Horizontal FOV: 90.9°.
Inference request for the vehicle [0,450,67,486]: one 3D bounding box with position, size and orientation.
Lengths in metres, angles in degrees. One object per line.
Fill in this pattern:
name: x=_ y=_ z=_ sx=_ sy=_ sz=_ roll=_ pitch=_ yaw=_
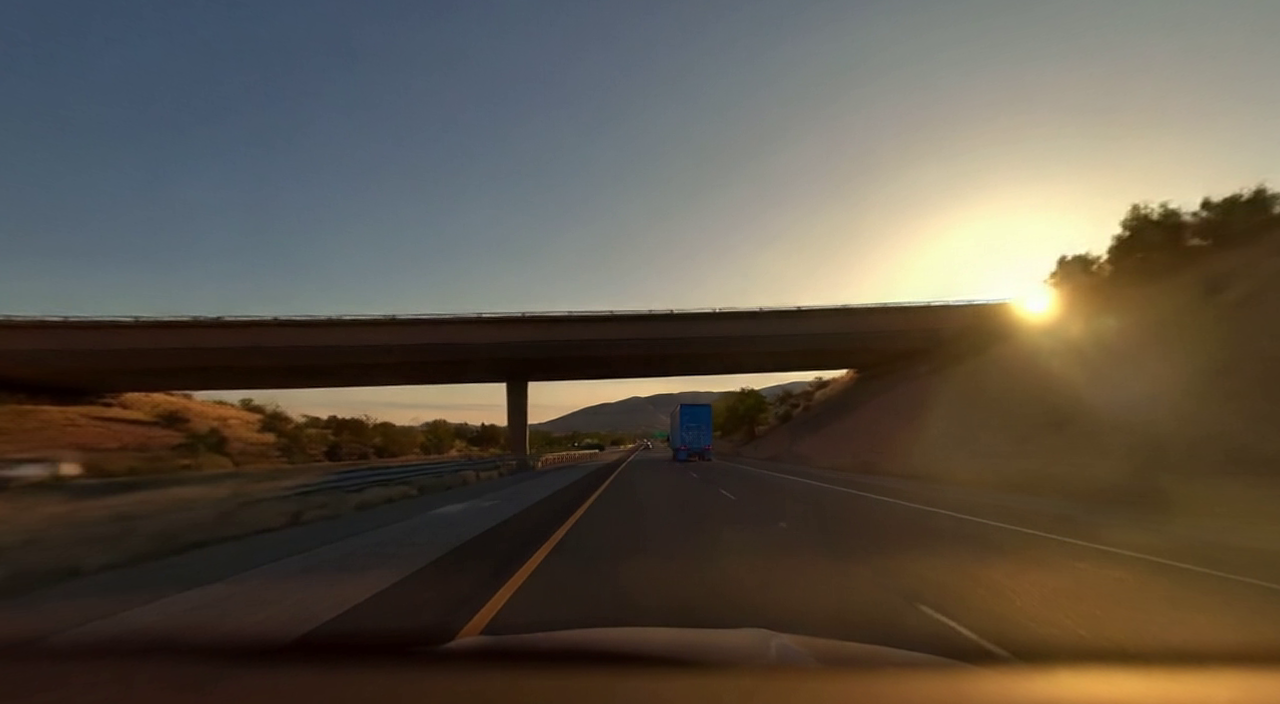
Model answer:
vehicle: x=-32.424 y=5.868 z=32.029 sx=2.021 sy=1.732 sz=4.793 roll=0 pitch=-8 yaw=1
